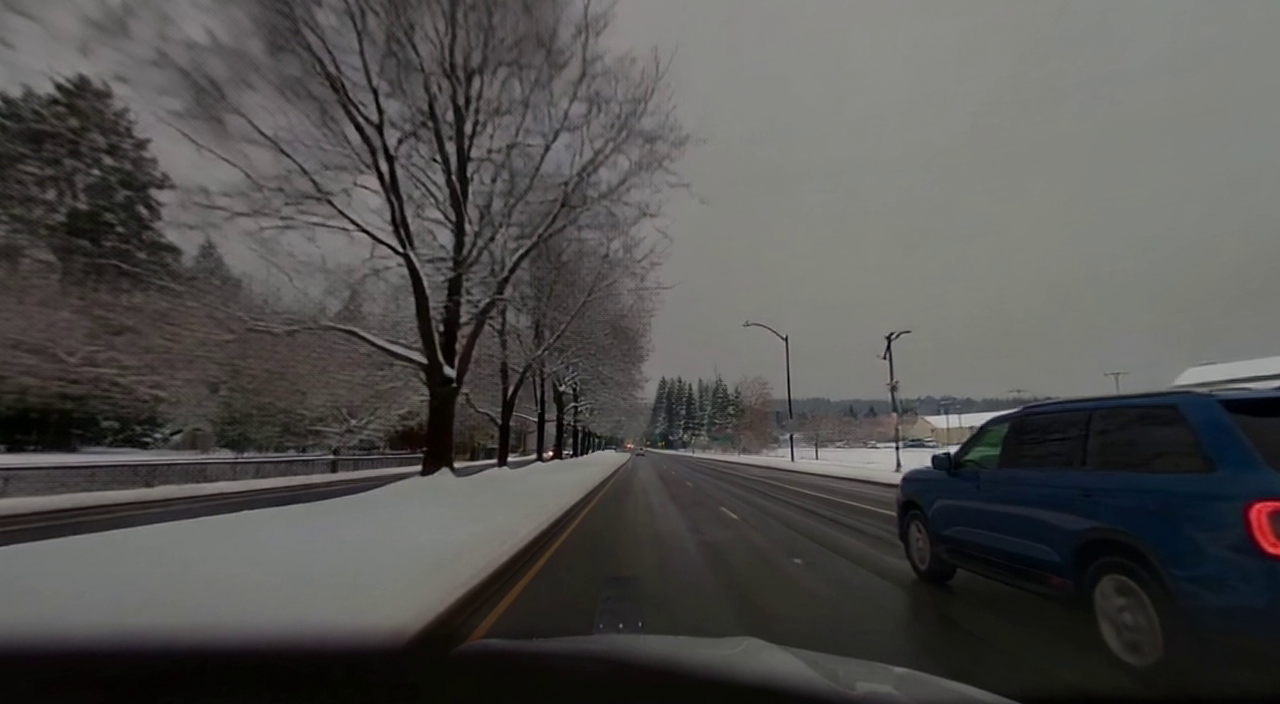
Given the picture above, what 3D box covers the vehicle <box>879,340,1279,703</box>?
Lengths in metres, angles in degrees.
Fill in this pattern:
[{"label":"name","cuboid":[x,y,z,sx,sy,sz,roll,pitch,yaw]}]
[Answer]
[{"label":"vehicle","cuboid":[3.632,1.081,4.171,2.087,1.759,5.040,0,-8,0]}]
